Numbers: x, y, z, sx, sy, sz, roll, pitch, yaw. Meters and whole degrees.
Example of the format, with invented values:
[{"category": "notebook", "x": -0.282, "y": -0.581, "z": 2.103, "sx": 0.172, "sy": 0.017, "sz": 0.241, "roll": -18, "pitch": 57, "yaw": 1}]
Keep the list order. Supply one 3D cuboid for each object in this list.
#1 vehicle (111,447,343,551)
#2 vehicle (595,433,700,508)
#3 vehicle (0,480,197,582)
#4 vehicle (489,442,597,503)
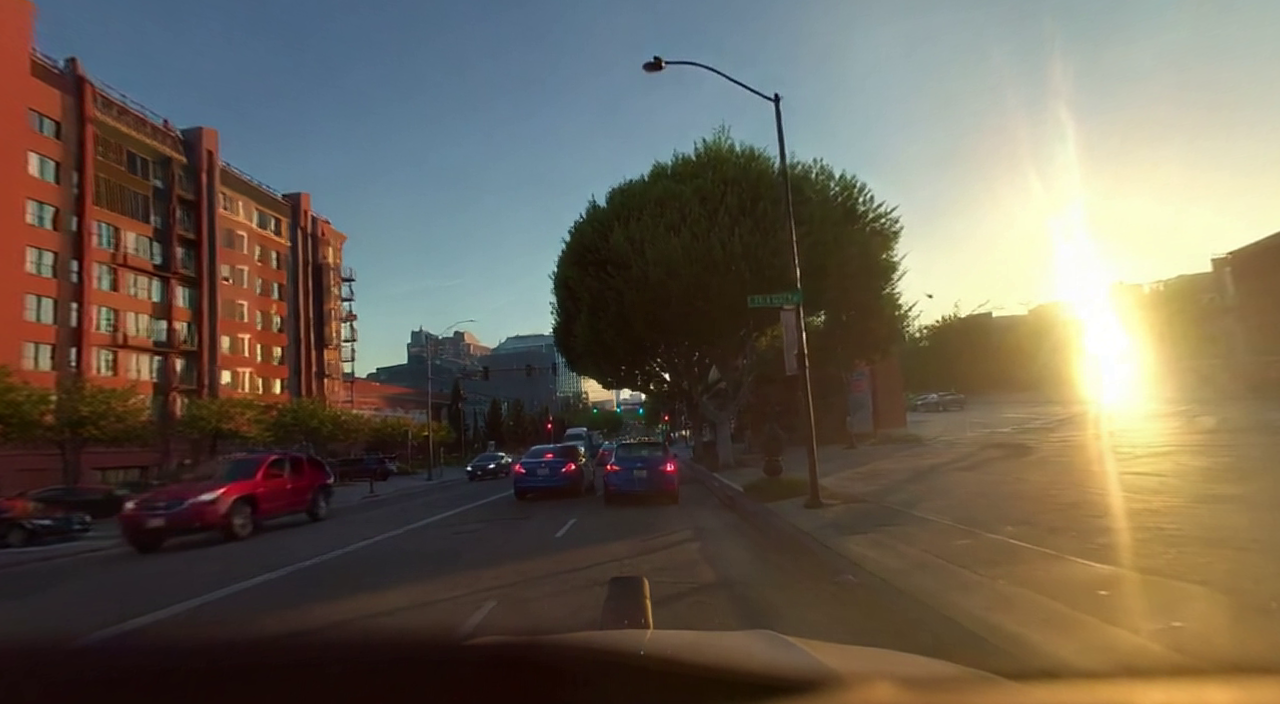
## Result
[{"category": "vehicle", "x": -8.438, "y": 2.969, "z": 13.525, "sx": 1.931, "sy": 1.803, "sz": 4.420, "roll": 0, "pitch": -8, "yaw": 1}, {"category": "vehicle", "x": 0.163, "y": 2.649, "z": 14.546, "sx": 2.094, "sy": 1.478, "sz": 3.922, "roll": 0, "pitch": -8, "yaw": 0}, {"category": "vehicle", "x": -11.748, "y": 3.532, "z": 13.064, "sx": 1.861, "sy": 1.476, "sz": 4.479, "roll": 0, "pitch": -9, "yaw": 0}, {"category": "vehicle", "x": -2.467, "y": 3.210, "z": 17.366, "sx": 2.099, "sy": 1.424, "sz": 4.843, "roll": 0, "pitch": -8, "yaw": 1}]
